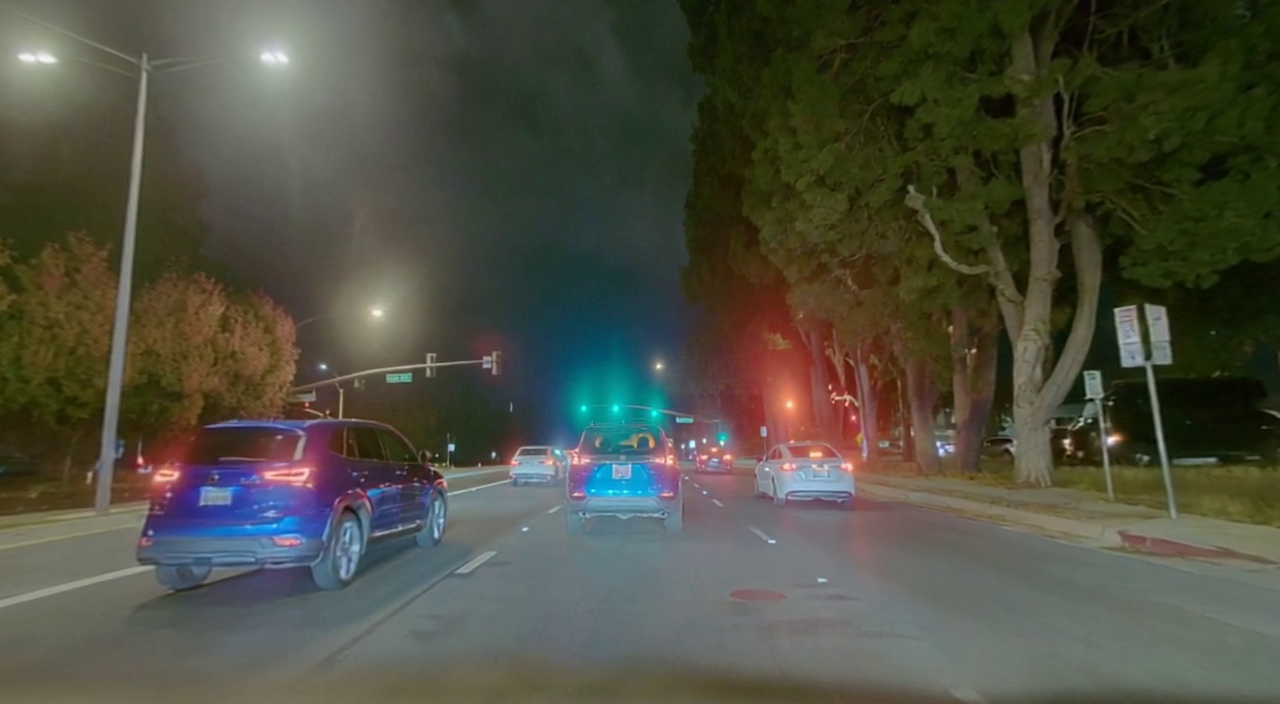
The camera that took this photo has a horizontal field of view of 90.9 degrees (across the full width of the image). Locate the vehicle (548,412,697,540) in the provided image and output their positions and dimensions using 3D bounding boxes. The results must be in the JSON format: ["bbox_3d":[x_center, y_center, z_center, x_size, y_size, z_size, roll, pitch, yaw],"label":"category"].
[{"bbox_3d":[-0.251,2.107,11.349,2.132,1.816,4.471,0,-8,0],"label":"vehicle"}]

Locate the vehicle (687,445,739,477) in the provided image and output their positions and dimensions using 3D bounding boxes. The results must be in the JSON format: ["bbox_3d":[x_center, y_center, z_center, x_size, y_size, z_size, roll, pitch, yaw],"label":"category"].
[{"bbox_3d":[3.528,5.299,31.068,1.996,1.443,4.270,0,-8,-1],"label":"vehicle"}]

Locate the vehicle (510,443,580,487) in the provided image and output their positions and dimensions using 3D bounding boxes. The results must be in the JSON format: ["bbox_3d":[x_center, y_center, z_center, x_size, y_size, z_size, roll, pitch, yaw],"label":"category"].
[{"bbox_3d":[-3.420,4.135,23.407,1.897,1.479,4.204,0,-8,1],"label":"vehicle"}]

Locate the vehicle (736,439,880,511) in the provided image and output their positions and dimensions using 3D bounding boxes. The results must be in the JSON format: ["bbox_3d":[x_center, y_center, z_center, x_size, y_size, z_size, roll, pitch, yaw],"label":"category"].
[{"bbox_3d":[3.890,2.934,15.608,2.036,1.480,4.659,0,-8,-3],"label":"vehicle"}]

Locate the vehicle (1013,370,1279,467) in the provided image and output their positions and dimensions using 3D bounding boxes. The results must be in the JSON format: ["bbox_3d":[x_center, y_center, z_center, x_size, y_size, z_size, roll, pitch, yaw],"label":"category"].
[{"bbox_3d":[17.825,2.400,22.397,7.314,3.230,2.680,0,-8,-1],"label":"vehicle"}]

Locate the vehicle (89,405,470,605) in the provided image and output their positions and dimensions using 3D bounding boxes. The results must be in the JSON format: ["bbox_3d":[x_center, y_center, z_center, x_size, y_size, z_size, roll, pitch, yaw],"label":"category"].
[{"bbox_3d":[-3.716,1.643,7.661,2.039,1.709,4.265,0,-8,1],"label":"vehicle"}]
